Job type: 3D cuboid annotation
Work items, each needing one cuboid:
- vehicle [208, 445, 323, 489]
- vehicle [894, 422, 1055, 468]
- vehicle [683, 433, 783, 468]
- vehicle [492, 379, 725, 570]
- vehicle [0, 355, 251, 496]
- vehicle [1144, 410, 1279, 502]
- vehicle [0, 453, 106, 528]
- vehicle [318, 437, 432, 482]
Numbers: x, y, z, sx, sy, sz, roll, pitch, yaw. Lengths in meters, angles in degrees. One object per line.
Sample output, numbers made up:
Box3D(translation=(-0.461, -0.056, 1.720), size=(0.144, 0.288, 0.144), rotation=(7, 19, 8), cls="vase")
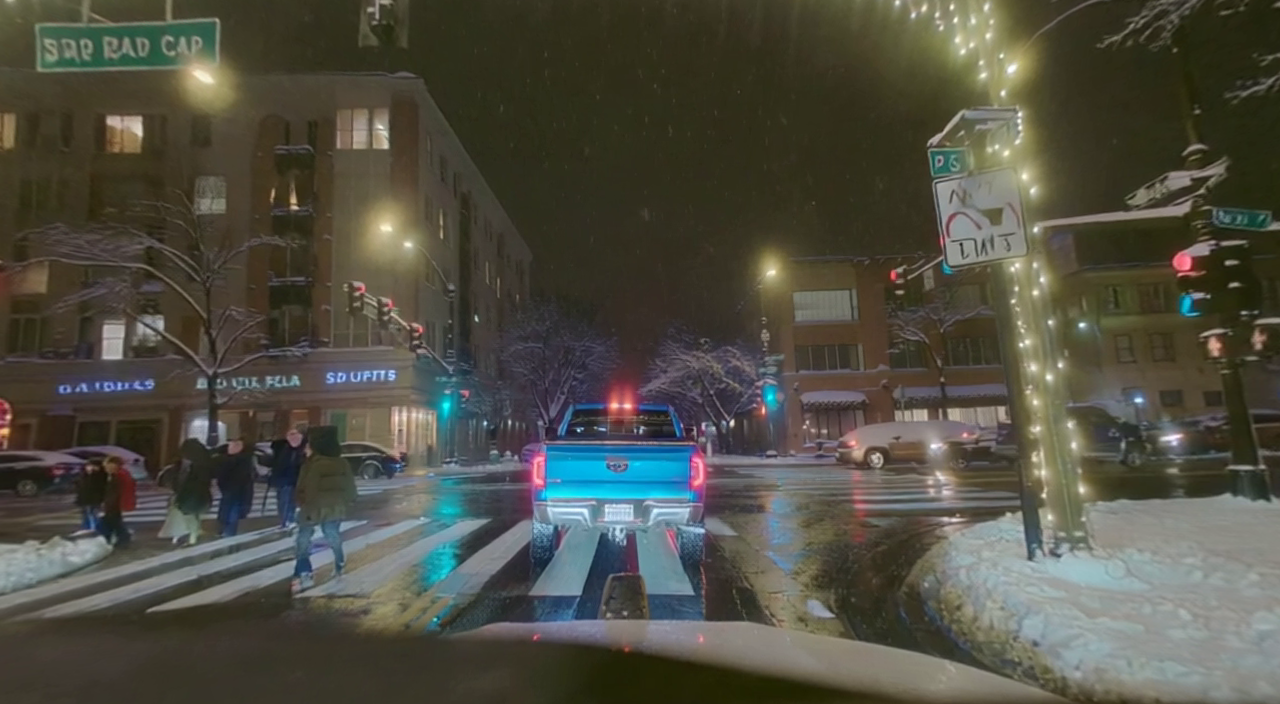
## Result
Box3D(translation=(-18.642, 5.706, 31.524), size=(4.398, 2.057, 1.959), rotation=(0, -8, -2), cls="vehicle")
Box3D(translation=(11.658, 3.272, 22.178), size=(4.600, 1.506, 1.878), rotation=(0, -8, -2), cls="vehicle")
Box3D(translation=(4.316, 4.683, 29.906), size=(4.515, 1.583, 1.920), rotation=(-1, -8, 3), cls="vehicle")
Box3D(translation=(-0.477, 1.710, 9.575), size=(2.477, 2.020, 5.534), rotation=(0, -8, -3), cls="vehicle")
Box3D(translation=(-22.070, 2.675, 22.629), size=(13.729, 4.662, 3.300), rotation=(0, -9, 0), cls="vehicle")
Box3D(translation=(13.079, 2.011, 12.513), size=(4.082, 1.613, 2.211), rotation=(-3, -12, -1), cls="vehicle")
Box3D(translation=(-16.041, 3.313, 15.352), size=(4.039, 1.654, 2.092), rotation=(0, -8, -2), cls="vehicle")
Box3D(translation=(-13.156, 5.350, 31.468), size=(4.799, 1.909, 2.011), rotation=(-3, -7, 2), cls="vehicle")
